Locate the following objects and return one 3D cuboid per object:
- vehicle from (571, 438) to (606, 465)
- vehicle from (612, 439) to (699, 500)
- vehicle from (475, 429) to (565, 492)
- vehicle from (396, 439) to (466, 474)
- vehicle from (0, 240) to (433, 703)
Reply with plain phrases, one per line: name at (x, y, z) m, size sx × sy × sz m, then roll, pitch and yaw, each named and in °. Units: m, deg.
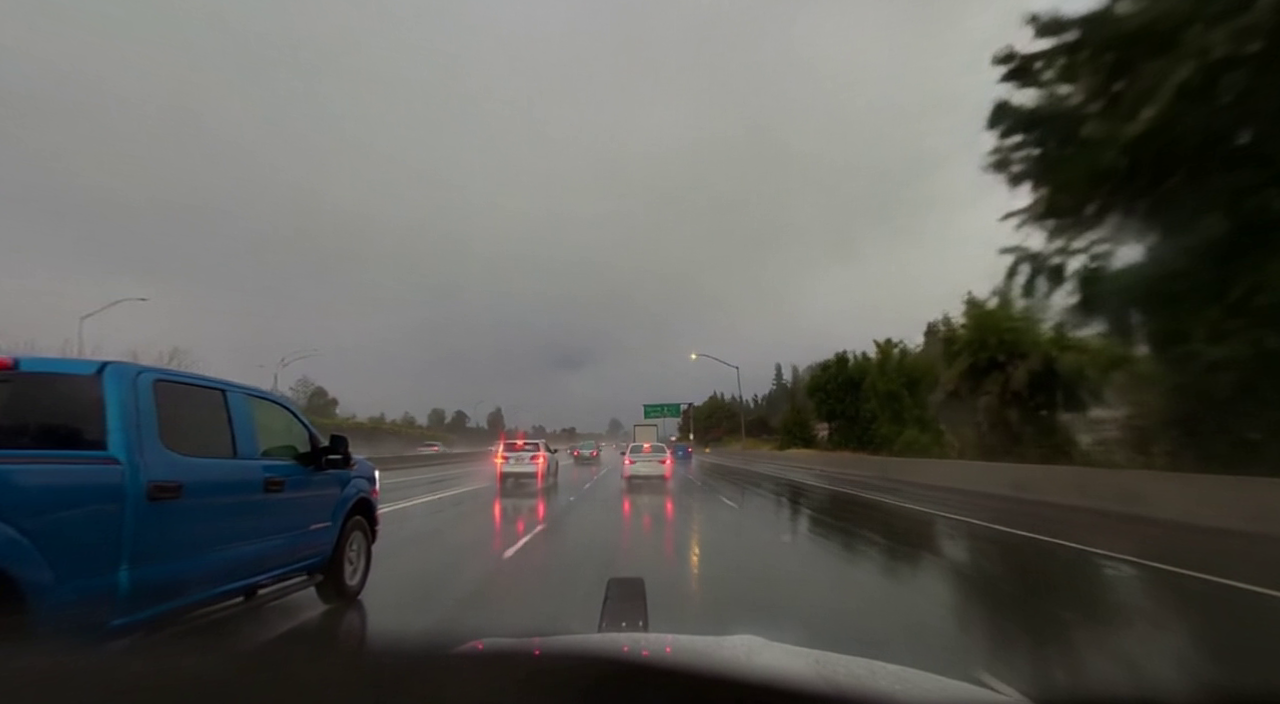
vehicle at (-3.285, 6.465, 41.140) m, size 1.897 × 1.646 × 4.049 m, roll 0°, pitch -8°, yaw 1°
vehicle at (0.372, 3.093, 17.015) m, size 2.054 × 1.421 × 4.090 m, roll 0°, pitch -8°, yaw 0°
vehicle at (-3.604, 3.348, 19.790) m, size 1.903 × 1.721 × 4.210 m, roll 0°, pitch -8°, yaw 1°
vehicle at (-10.384, 5.217, 31.715) m, size 1.941 × 1.602 × 4.277 m, roll 0°, pitch -8°, yaw 2°
vehicle at (-3.413, 0.850, 3.699) m, size 2.269 × 2.060 × 5.933 m, roll 0°, pitch -8°, yaw 1°
